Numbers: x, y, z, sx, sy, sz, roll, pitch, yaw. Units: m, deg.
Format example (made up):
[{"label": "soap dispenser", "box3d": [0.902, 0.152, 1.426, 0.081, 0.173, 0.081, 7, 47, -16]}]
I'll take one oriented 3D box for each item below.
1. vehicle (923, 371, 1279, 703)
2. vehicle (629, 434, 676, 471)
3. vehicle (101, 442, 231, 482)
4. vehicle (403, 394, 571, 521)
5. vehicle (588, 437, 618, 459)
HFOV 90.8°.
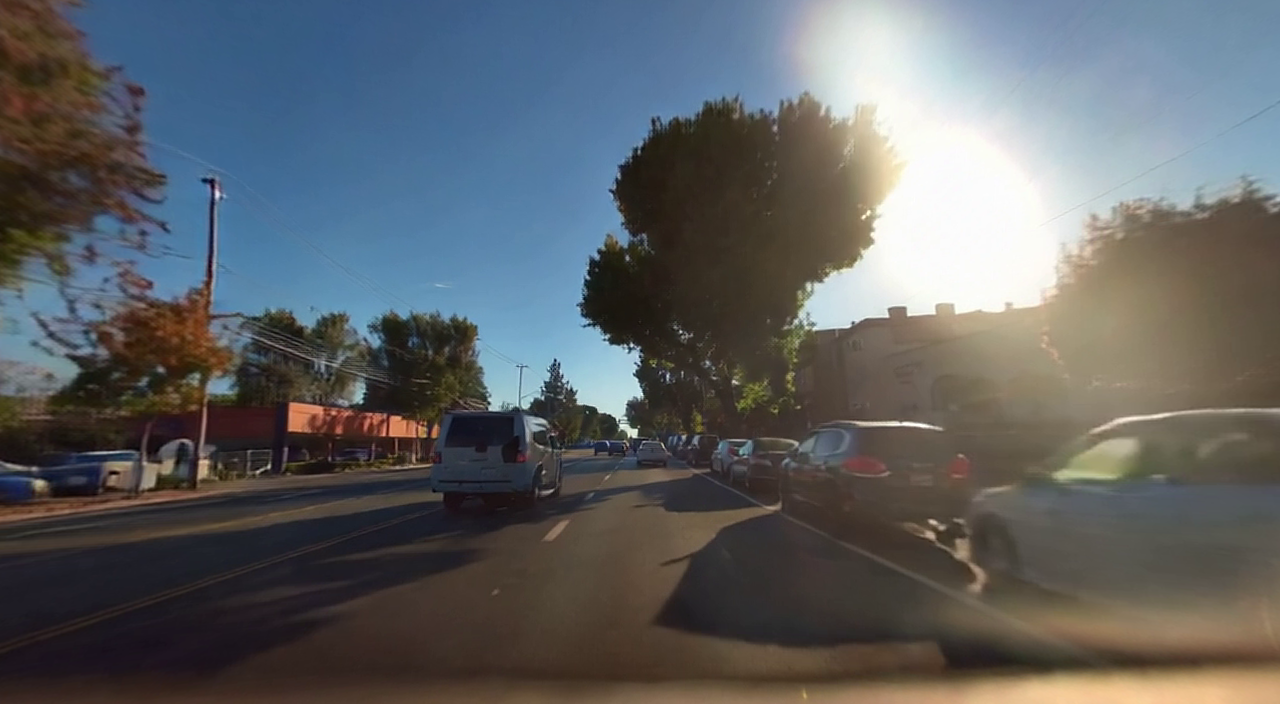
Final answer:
[{"label": "vehicle", "box3d": [3.816, 1.054, 3.753, 1.947, 1.646, 4.782, 0, -8, -1]}, {"label": "vehicle", "box3d": [0.541, 4.904, 30.970, 2.126, 1.657, 4.132, 0, -8, 0]}, {"label": "vehicle", "box3d": [-23.969, 5.560, 32.075, 4.791, 1.928, 2.144, 0, -8, 0]}, {"label": "vehicle", "box3d": [-2.864, 2.158, 13.280, 2.213, 2.123, 5.124, 0, -8, 0]}, {"label": "vehicle", "box3d": [-2.887, 7.575, 49.846, 2.028, 1.689, 4.162, 0, -8, 1]}]
